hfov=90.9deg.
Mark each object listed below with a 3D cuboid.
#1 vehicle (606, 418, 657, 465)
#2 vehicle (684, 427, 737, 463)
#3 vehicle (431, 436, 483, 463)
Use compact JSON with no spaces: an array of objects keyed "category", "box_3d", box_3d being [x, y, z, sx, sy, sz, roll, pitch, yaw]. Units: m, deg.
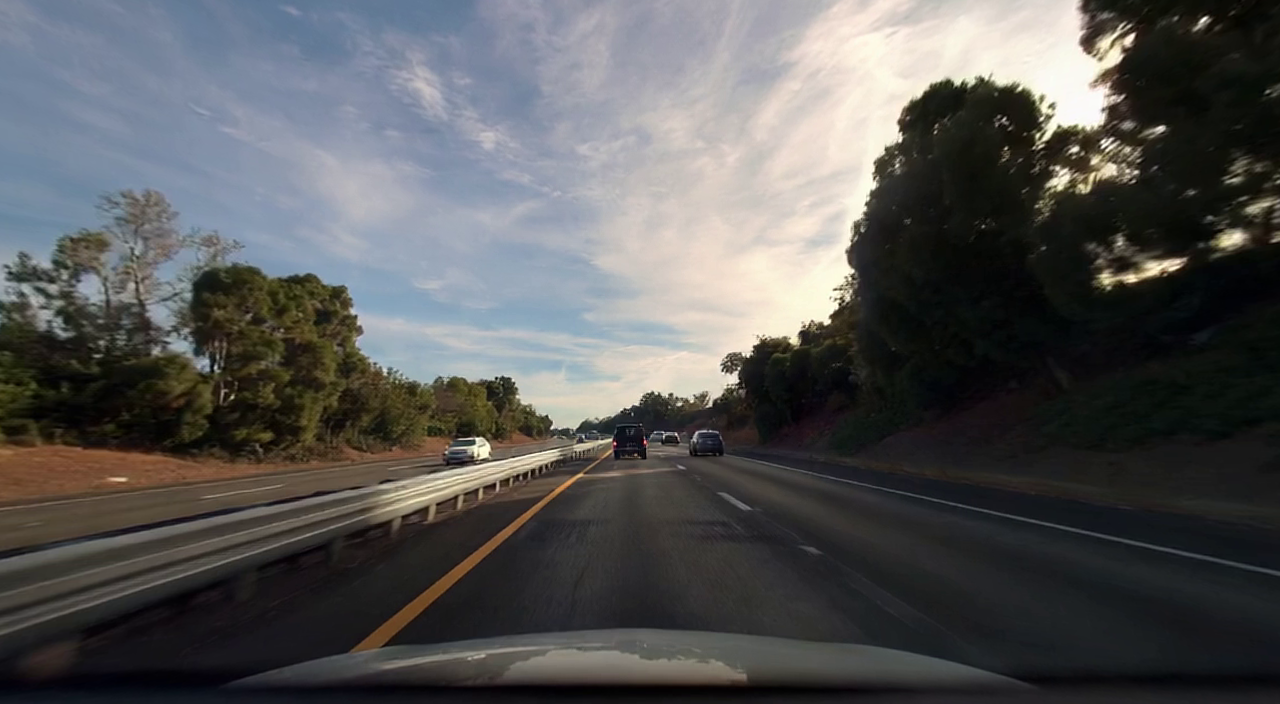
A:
[{"category":"vehicle","box_3d":[-0.433,4.277,30.315,2.270,2.044,4.633,0,-8,-2]},{"category":"vehicle","box_3d":[3.349,4.516,30.749,1.981,1.606,3.956,0,-8,-2]},{"category":"vehicle","box_3d":[-10.808,5.781,37.503,1.888,1.486,4.330,0,-8,-2]}]
